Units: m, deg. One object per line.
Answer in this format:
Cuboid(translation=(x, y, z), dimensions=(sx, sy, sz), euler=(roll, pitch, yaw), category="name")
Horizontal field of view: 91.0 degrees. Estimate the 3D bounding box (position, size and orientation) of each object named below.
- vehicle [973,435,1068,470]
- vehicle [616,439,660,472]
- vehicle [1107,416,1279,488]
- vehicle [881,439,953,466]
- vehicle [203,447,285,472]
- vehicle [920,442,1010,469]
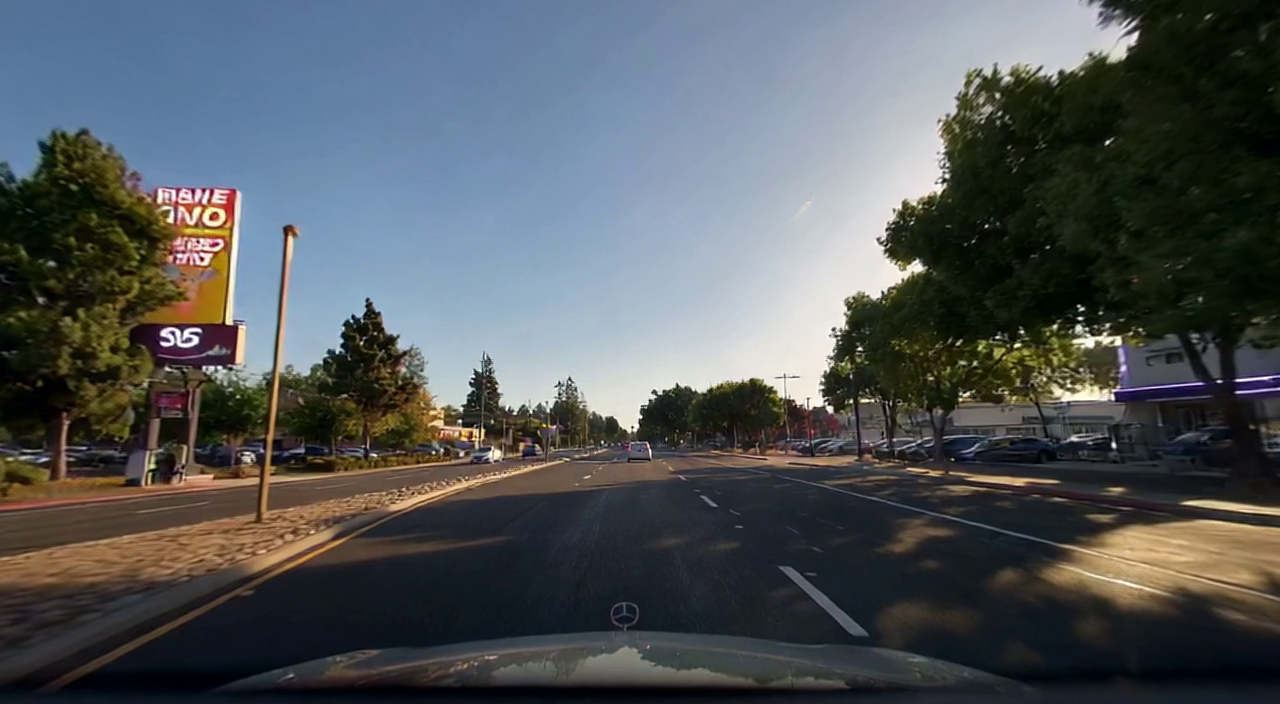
Cuboid(translation=(19.132, 5.065, 31.916), dimensions=(1.900, 1.639, 4.397), euler=(0, -9, -2), category="vehicle")
Cuboid(translation=(-0.138, 4.994, 30.587), dimensions=(1.998, 1.452, 3.773), euler=(0, -9, -1), category="vehicle")
Cuboid(translation=(18.247, 3.138, 19.883), dimensions=(2.201, 1.947, 5.501), euler=(1, -9, -9), category="vehicle")
Cuboid(translation=(16.170, 5.876, 37.049), dimensions=(1.949, 1.458, 4.865), euler=(0, -8, 0), category="vehicle")
Cuboid(translation=(-27.240, 7.405, 43.364), dimensions=(4.355, 1.504, 1.874), euler=(-2, -9, 1), category="vehicle")
Cuboid(translation=(16.408, 5.240, 32.113), dimensions=(1.860, 1.276, 4.671), euler=(0, -9, -4), category="vehicle")
